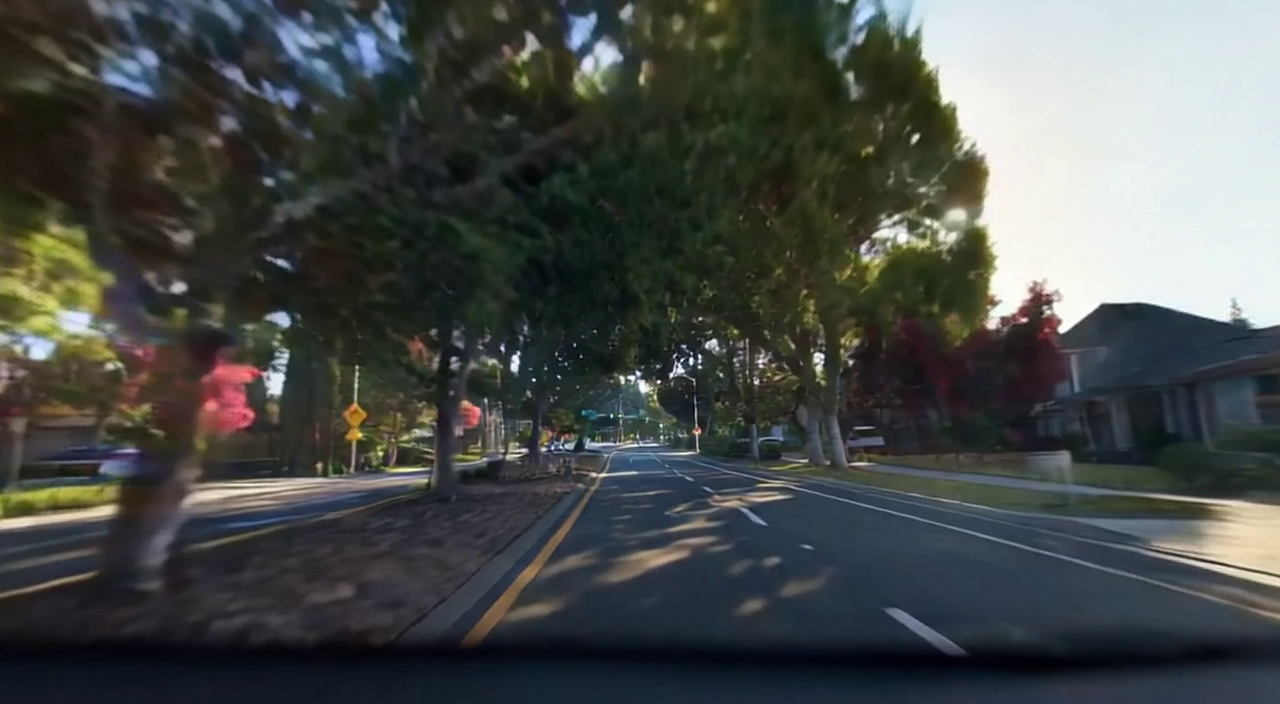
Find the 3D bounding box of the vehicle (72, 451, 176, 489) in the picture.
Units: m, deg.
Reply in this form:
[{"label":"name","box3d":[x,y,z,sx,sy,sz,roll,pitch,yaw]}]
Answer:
[{"label":"vehicle","box3d":[-25.035,5.722,30.809,1.958,1.668,4.701,3,-10,-13]}]

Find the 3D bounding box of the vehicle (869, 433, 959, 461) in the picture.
[{"label":"vehicle","box3d":[14.661,5.145,33.994,4.253,1.397,1.717,-3,-9,18]}]
